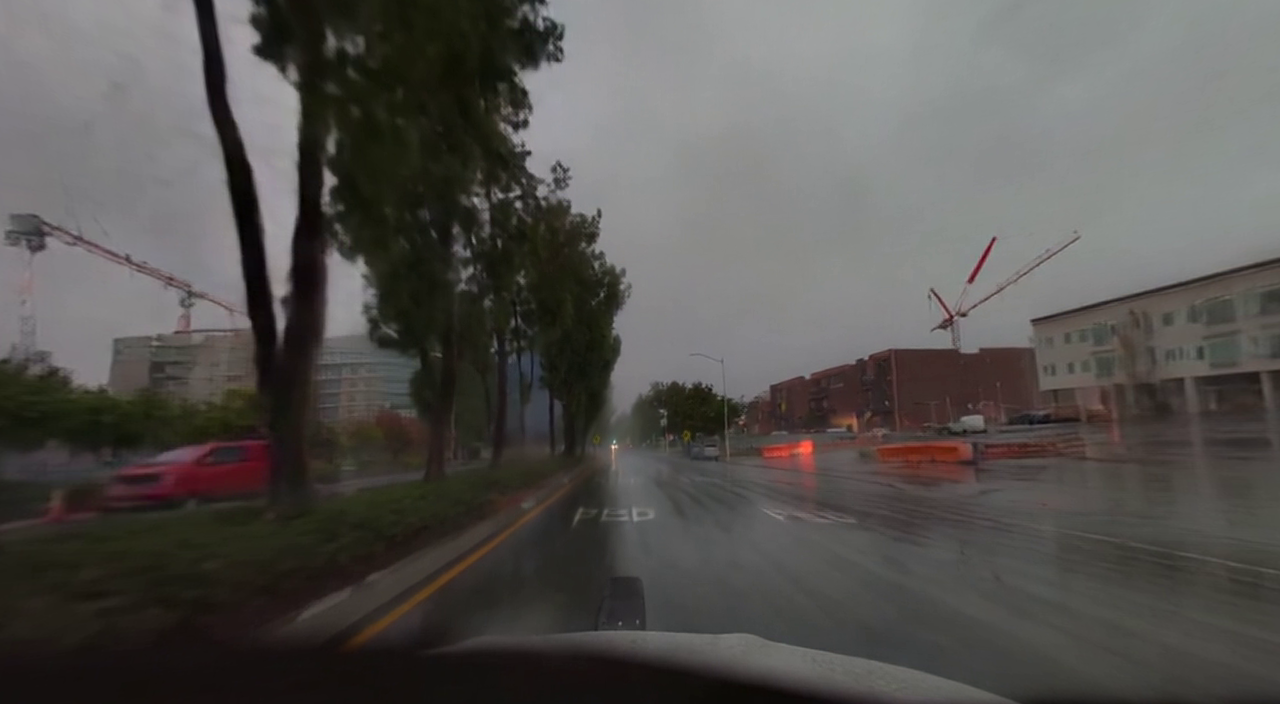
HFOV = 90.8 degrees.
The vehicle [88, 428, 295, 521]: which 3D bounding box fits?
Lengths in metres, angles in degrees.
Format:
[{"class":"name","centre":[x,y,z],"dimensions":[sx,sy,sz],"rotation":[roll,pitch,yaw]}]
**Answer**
[{"class":"vehicle","centre":[-11.443,3.109,16.662],"dimensions":[2.127,1.984,4.545],"rotation":[-3,-8,0]}]
